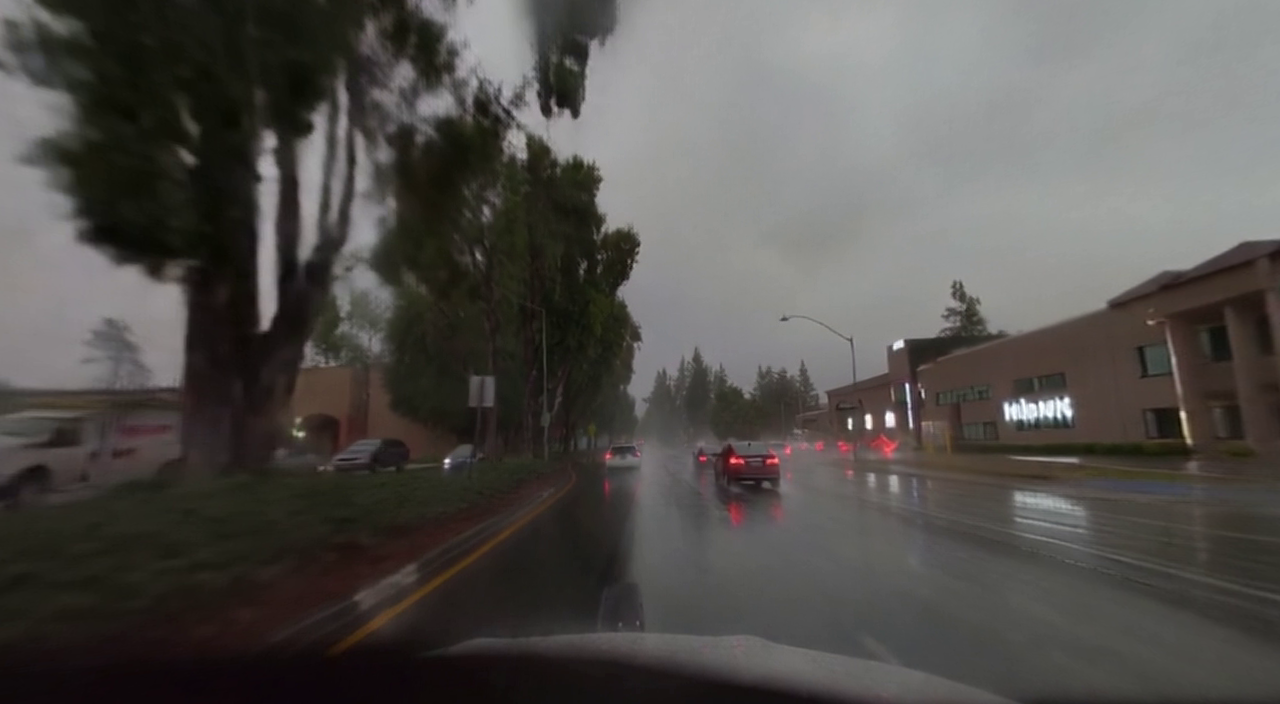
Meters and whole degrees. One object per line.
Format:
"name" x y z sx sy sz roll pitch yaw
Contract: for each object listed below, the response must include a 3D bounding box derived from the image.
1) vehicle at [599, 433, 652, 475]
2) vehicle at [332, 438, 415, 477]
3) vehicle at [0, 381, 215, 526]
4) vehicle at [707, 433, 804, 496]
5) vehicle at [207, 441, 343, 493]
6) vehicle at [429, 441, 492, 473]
"vehicle" -0.609 4.389 27.346 2.101 1.694 3.979 0 -8 -1
"vehicle" -12.580 4.975 30.188 2.002 1.686 4.477 -1 -8 0
"vehicle" -12.410 2.164 13.695 2.263 2.542 5.913 -2 -8 0
"vehicle" 3.024 3.032 17.345 1.852 1.498 3.825 0 -8 -1
"vehicle" -12.293 3.856 21.710 2.048 1.470 4.514 -2 -8 0
"vehicle" -8.981 5.272 31.964 1.849 1.506 4.060 0 -8 2
